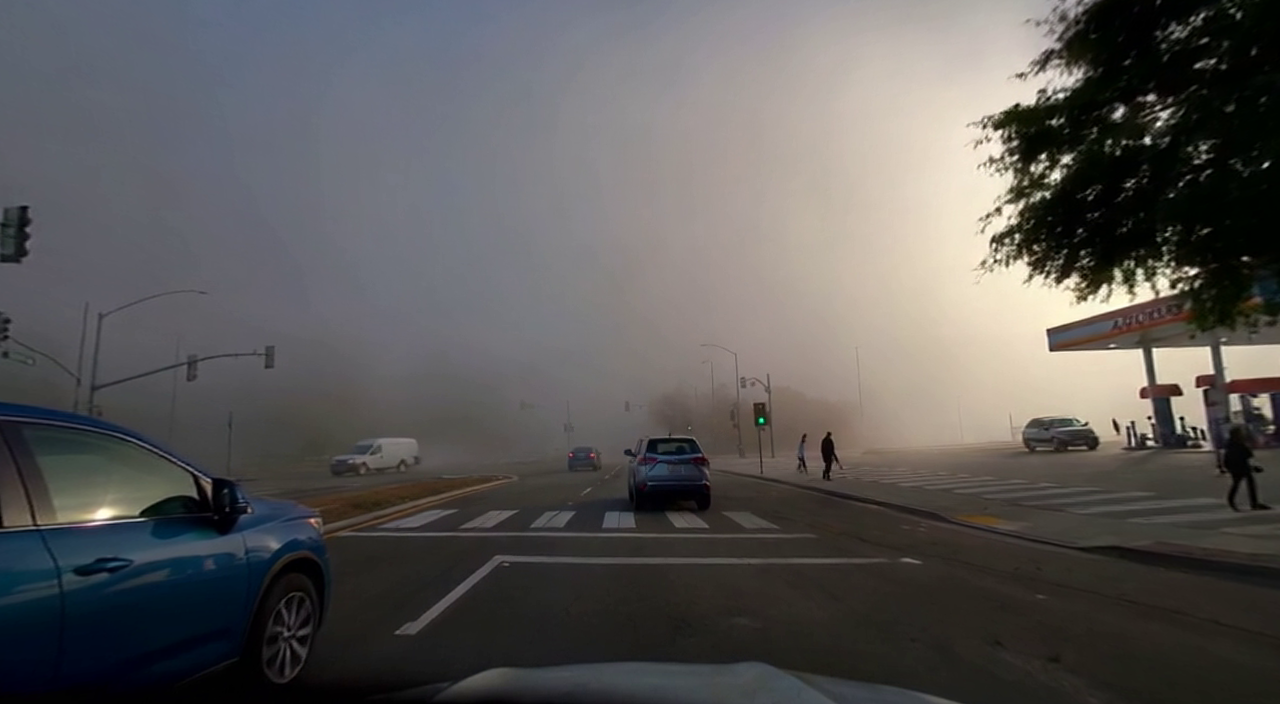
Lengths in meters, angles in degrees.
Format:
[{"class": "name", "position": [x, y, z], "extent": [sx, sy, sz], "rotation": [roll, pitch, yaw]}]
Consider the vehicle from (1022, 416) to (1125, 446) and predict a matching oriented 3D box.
[{"class": "vehicle", "position": [28.340, 5.213, 41.266], "extent": [5.102, 1.893, 2.120], "rotation": [0, -9, -1]}]

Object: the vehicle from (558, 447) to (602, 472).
[{"class": "vehicle", "position": [-3.636, 6.638, 39.168], "extent": [2.192, 1.458, 4.594], "rotation": [0, -8, 1]}]

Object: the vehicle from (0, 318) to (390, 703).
[{"class": "vehicle", "position": [-3.132, 0.863, 2.571], "extent": [2.247, 1.734, 4.919], "rotation": [0, -8, -1]}]

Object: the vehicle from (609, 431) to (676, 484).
[{"class": "vehicle", "position": [0.055, 4.444, 26.933], "extent": [2.552, 1.999, 5.498], "rotation": [0, -8, -1]}]
